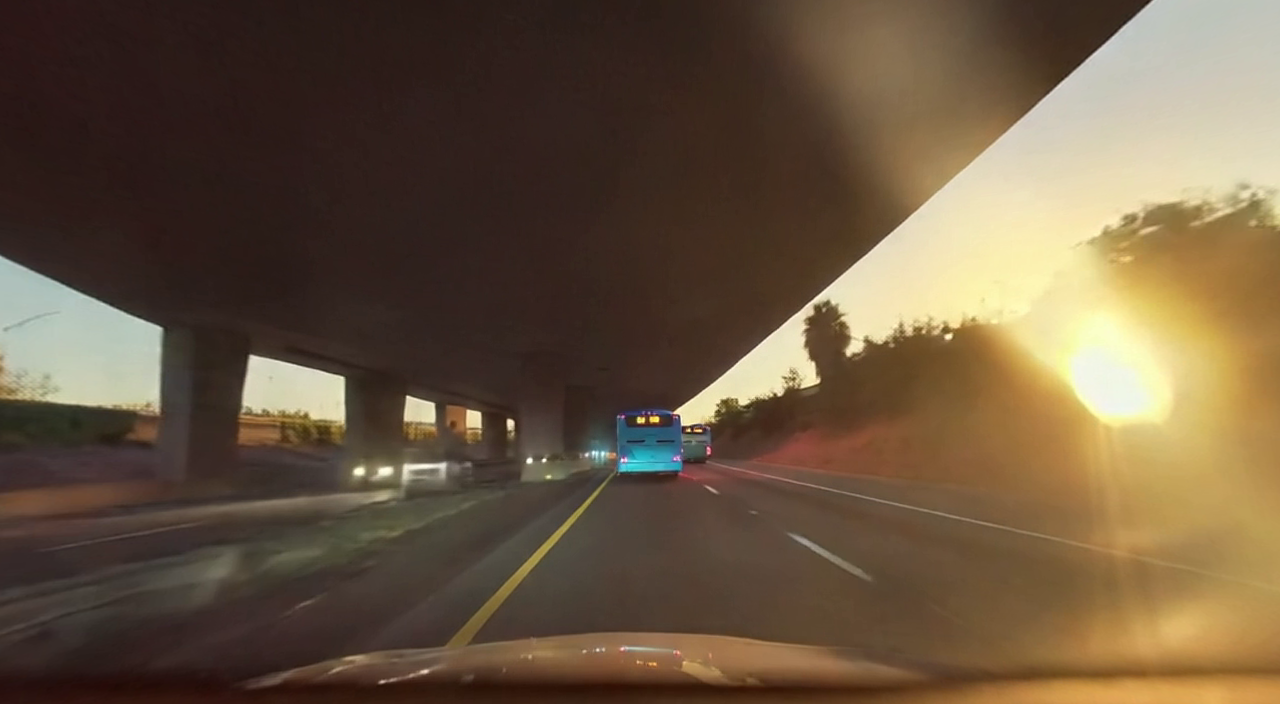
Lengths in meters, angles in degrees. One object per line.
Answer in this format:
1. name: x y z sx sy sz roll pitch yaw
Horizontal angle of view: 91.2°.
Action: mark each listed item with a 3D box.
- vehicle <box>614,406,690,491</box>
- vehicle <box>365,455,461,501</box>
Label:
1. vehicle: 0.346 3.523 22.972 2.414 2.675 5.574 0 -9 -1
2. vehicle: -8.588 4.789 24.194 1.941 1.525 4.719 -1 -9 0
